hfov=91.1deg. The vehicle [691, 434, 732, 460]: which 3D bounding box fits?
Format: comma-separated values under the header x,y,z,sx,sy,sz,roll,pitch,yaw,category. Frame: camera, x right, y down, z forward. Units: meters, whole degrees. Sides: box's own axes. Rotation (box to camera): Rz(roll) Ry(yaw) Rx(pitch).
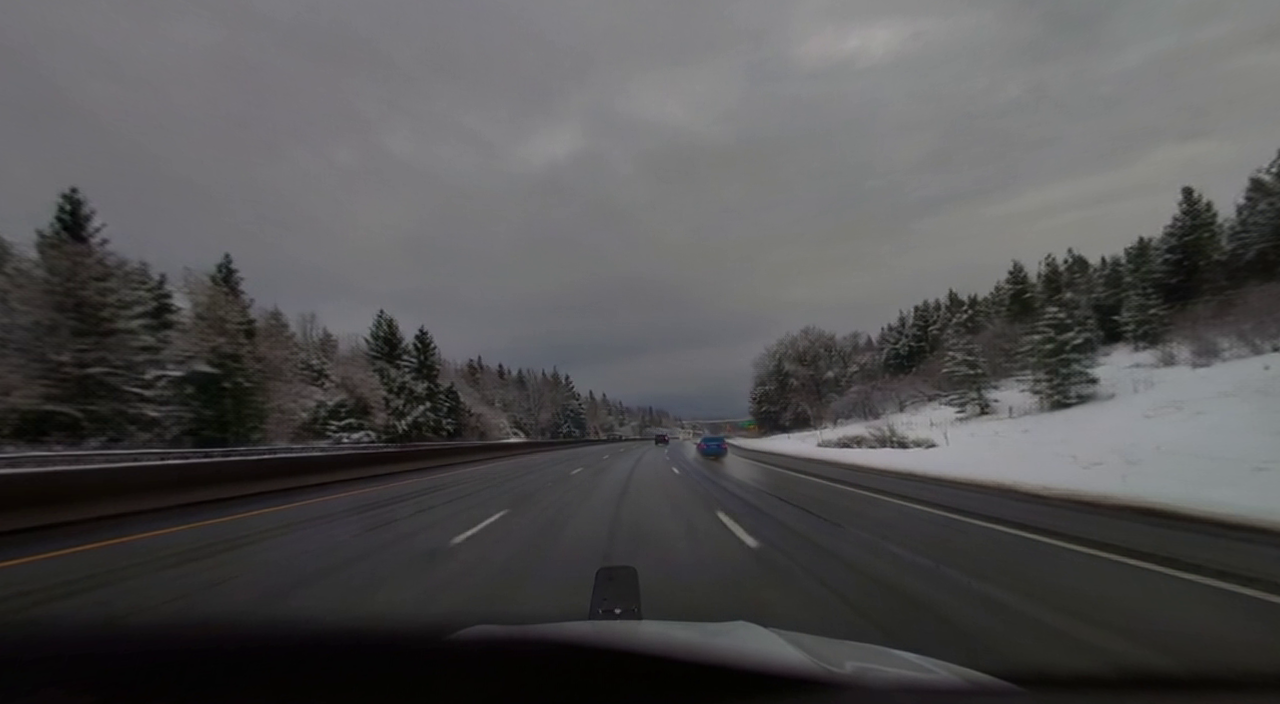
x,y,z,sx,sy,sz,roll,pitch,yaw,category
4.214,5.675,37.913,1.982,1.452,4.294,0,-8,0,vehicle
